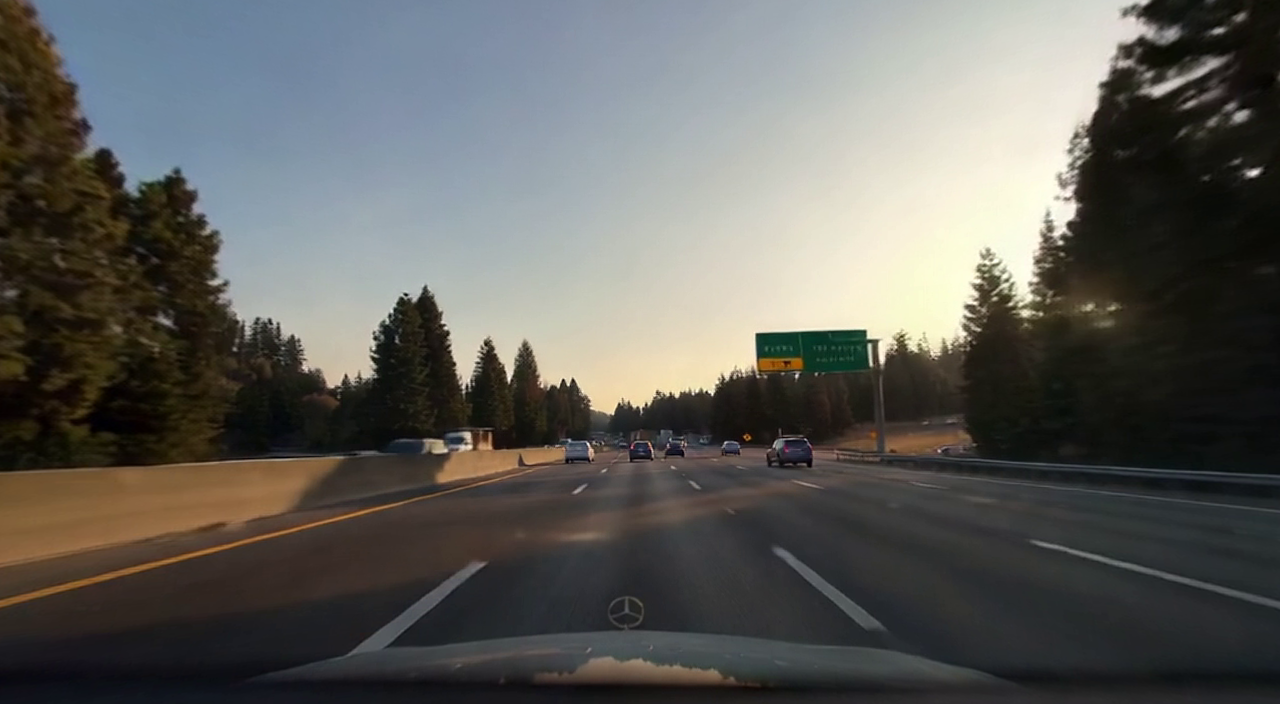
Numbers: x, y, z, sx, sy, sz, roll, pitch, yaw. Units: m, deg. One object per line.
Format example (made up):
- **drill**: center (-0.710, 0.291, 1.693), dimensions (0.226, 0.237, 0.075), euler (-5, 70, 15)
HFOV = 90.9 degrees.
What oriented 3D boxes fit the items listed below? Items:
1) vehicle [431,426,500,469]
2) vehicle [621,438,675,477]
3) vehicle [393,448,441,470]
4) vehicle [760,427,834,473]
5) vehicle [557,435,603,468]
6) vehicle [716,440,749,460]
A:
- **vehicle**: center (-12.486, 6.917, 45.872), dimensions (2.779, 2.896, 7.441), euler (0, -8, 0)
- **vehicle**: center (0.292, 4.324, 26.071), dimensions (2.071, 1.464, 4.162), euler (0, -8, 0)
- **vehicle**: center (-16.059, 7.725, 45.666), dimensions (1.845, 1.507, 4.187), euler (0, -8, 2)
- **vehicle**: center (7.159, 4.538, 29.366), dimensions (2.094, 1.916, 5.099), euler (0, -8, -1)
- **vehicle**: center (-3.348, 5.655, 36.058), dimensions (2.140, 1.720, 4.410), euler (0, -8, 1)
- **vehicle**: center (7.103, 7.582, 48.861), dimensions (1.894, 1.511, 4.148), euler (0, -8, -1)
